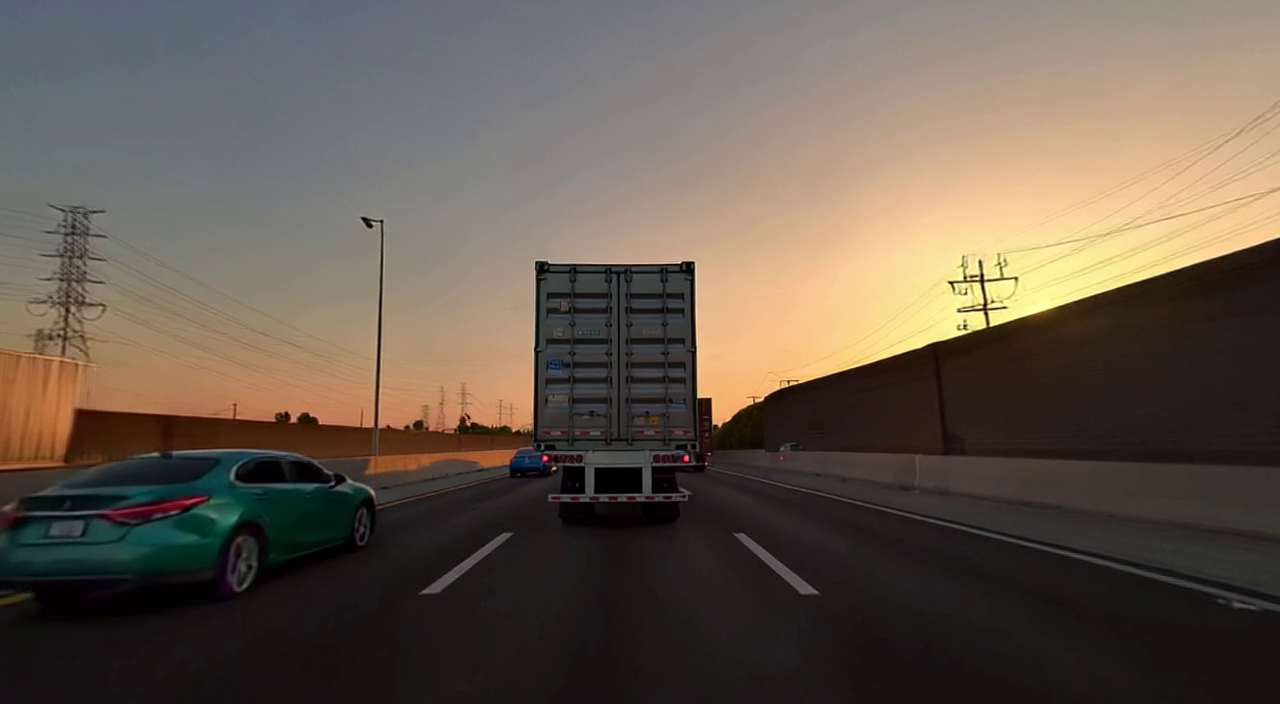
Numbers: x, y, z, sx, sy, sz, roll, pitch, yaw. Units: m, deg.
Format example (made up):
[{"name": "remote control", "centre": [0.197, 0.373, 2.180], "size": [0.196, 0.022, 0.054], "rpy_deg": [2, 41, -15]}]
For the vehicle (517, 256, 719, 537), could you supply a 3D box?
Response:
[{"name": "vehicle", "centre": [-0.283, 1.473, 15.168], "size": [2.841, 4.071, 12.046], "rpy_deg": [0, -9, 0]}]

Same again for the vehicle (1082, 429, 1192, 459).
[{"name": "vehicle", "centre": [28.924, 5.392, 36.970], "size": [1.932, 1.594, 4.579], "rpy_deg": [6, -11, -38]}]

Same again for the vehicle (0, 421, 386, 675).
[{"name": "vehicle", "centre": [-4.192, 1.485, 5.914], "size": [1.912, 1.485, 4.218], "rpy_deg": [0, -9, -1]}]
